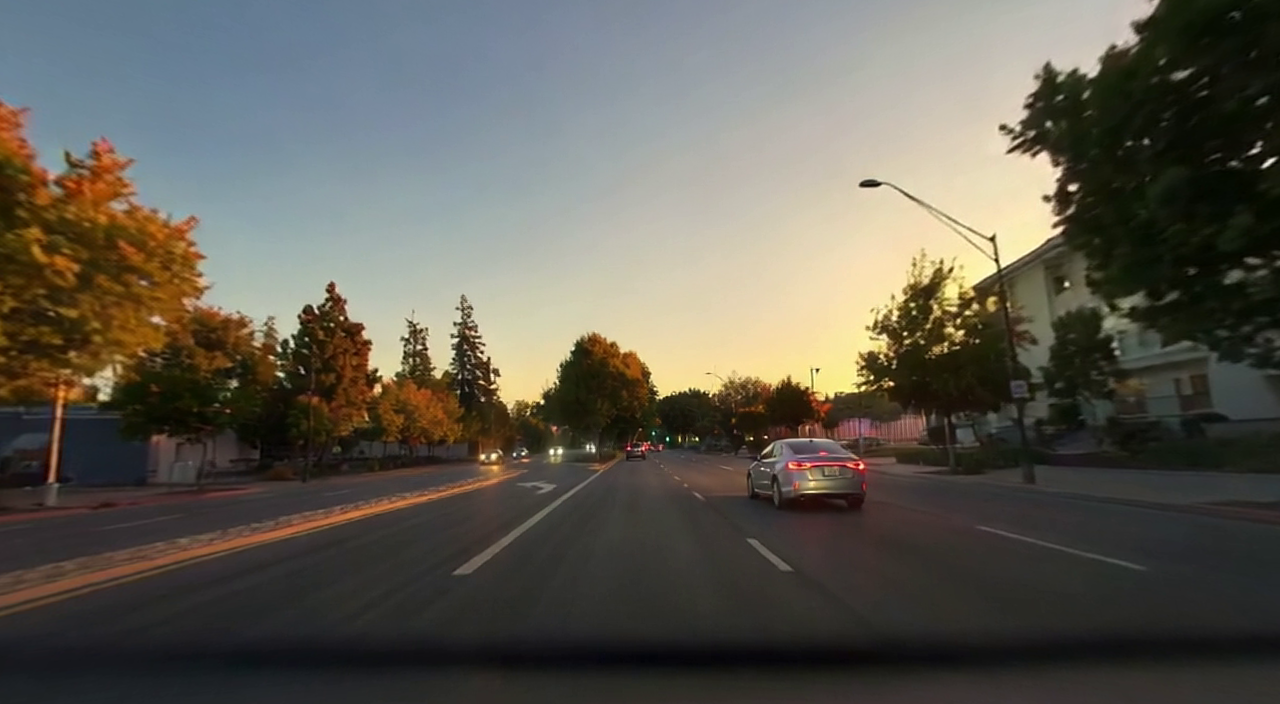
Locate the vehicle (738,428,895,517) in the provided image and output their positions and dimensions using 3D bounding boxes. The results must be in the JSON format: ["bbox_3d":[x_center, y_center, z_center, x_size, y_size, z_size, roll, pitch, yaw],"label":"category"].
[{"bbox_3d":[3.607,2.562,14.002,1.995,1.616,4.729,0,-8,-2],"label":"vehicle"}]
